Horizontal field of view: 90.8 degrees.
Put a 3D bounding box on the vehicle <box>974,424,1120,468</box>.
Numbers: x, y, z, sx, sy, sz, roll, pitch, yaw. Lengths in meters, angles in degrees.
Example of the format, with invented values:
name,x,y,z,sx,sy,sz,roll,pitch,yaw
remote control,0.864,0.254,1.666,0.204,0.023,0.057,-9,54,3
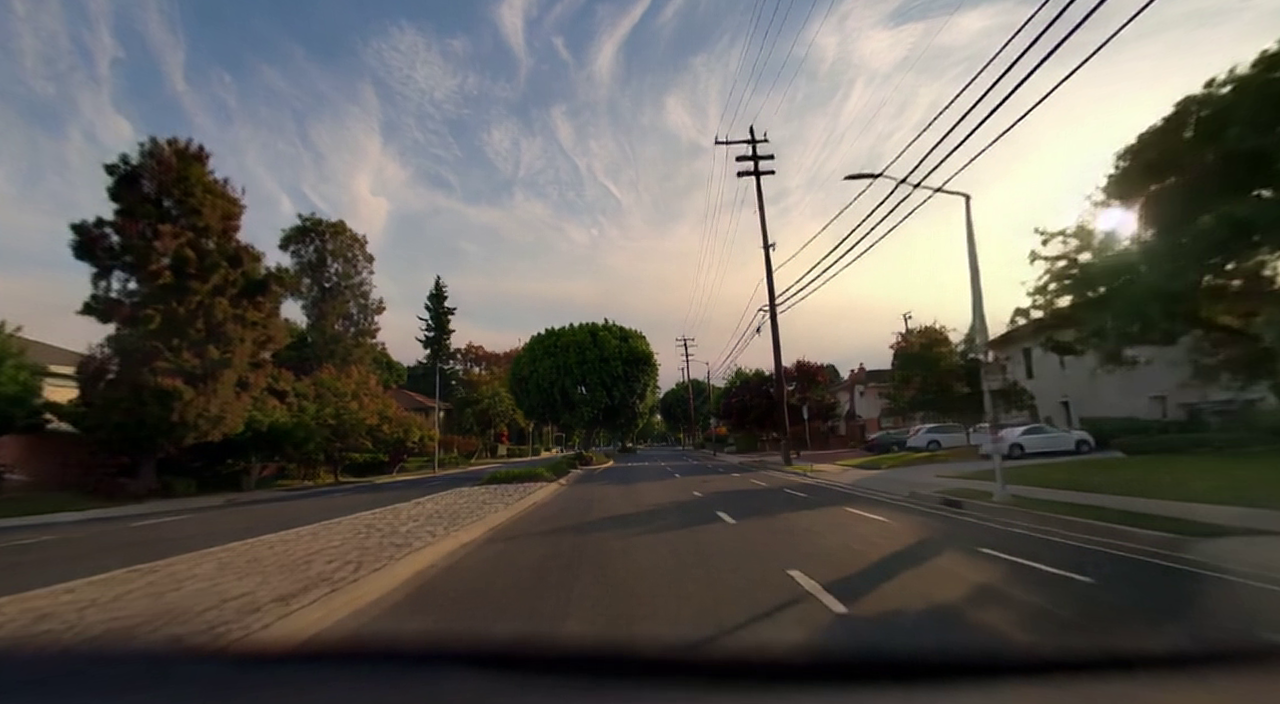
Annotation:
name,x,y,z,sx,sy,sz,roll,pitch,yaw
vehicle,16.751,3.882,26.186,4.560,1.725,2.096,0,-8,-2

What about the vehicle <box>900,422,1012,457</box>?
name,x,y,z,sx,sy,sz,roll,pitch,yaw
vehicle,16.768,4.662,33.727,4.833,1.786,2.136,0,-8,-1
